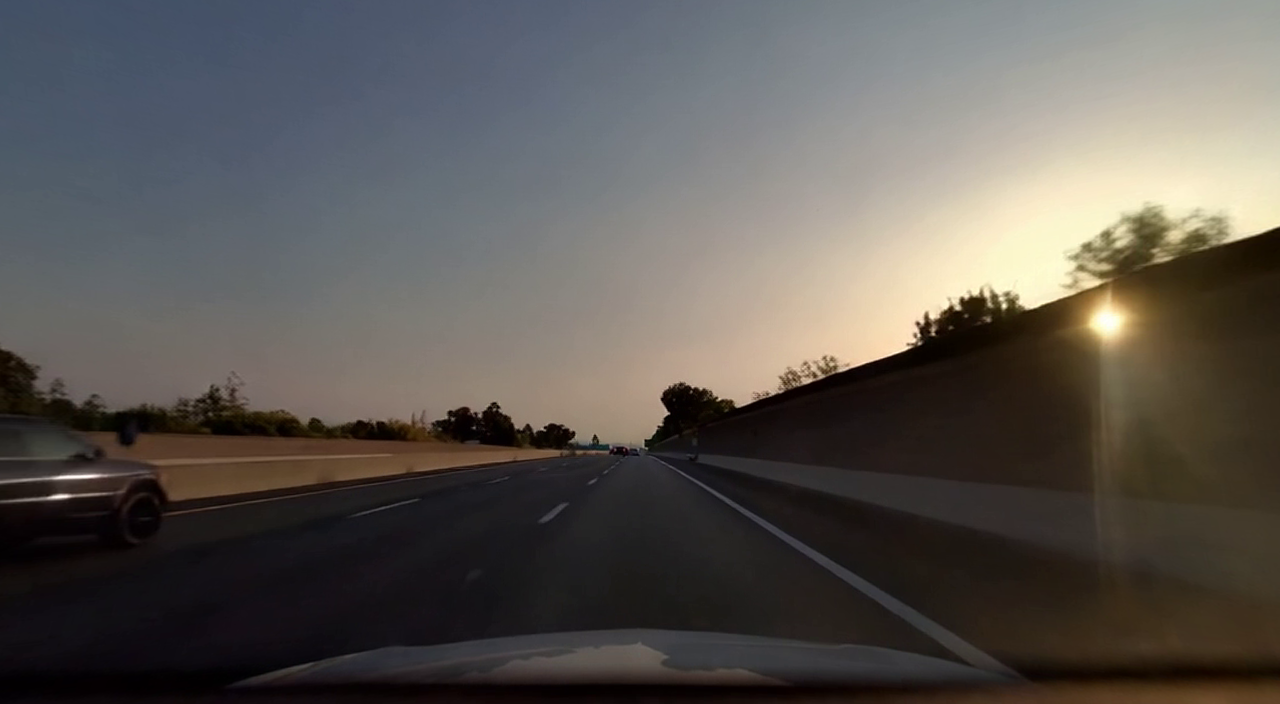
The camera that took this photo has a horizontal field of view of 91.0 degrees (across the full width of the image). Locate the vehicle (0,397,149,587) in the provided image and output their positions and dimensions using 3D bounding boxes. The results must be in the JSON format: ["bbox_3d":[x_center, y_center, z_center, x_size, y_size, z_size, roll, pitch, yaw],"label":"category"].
[{"bbox_3d":[-6.831,1.146,4.930,2.109,1.692,4.712,0,-9,0],"label":"vehicle"}]
